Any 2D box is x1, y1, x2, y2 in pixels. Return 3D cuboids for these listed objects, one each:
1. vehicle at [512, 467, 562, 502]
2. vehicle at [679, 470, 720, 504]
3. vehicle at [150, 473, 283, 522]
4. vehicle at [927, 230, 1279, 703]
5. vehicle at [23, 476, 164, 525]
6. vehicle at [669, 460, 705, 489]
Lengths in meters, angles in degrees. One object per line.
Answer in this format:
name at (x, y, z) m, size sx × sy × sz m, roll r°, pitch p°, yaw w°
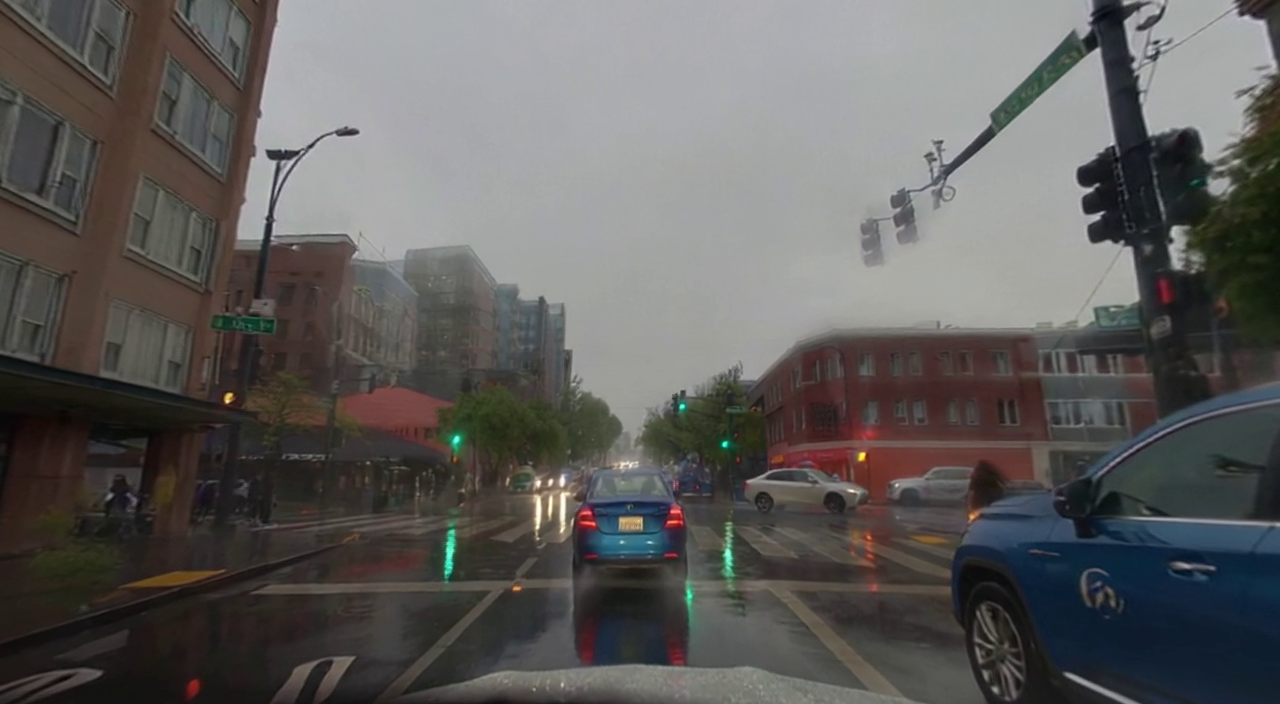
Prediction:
vehicle at (-6.241, 8.079, 38.733) m, size 2.226 × 1.896 × 4.438 m, roll -1°, pitch -9°, yaw 1°
vehicle at (3.568, 8.189, 38.493) m, size 1.908 × 1.741 × 4.066 m, roll 0°, pitch -9°, yaw -3°
vehicle at (-19.684, 6.772, 29.452) m, size 4.750 × 2.083 × 2.002 m, roll -1°, pitch -9°, yaw 3°
vehicle at (3.194, 0.503, 0.989) m, size 2.632 × 1.979 × 6.096 m, roll 0°, pitch -9°, yaw 0°
vehicle at (-25.448, 6.912, 29.478) m, size 4.588 × 2.048 × 2.110 m, roll -1°, pitch -9°, yaw 1°
vehicle at (3.491, 9.268, 47.832) m, size 2.365 × 1.994 × 4.259 m, roll 0°, pitch -9°, yaw 0°
